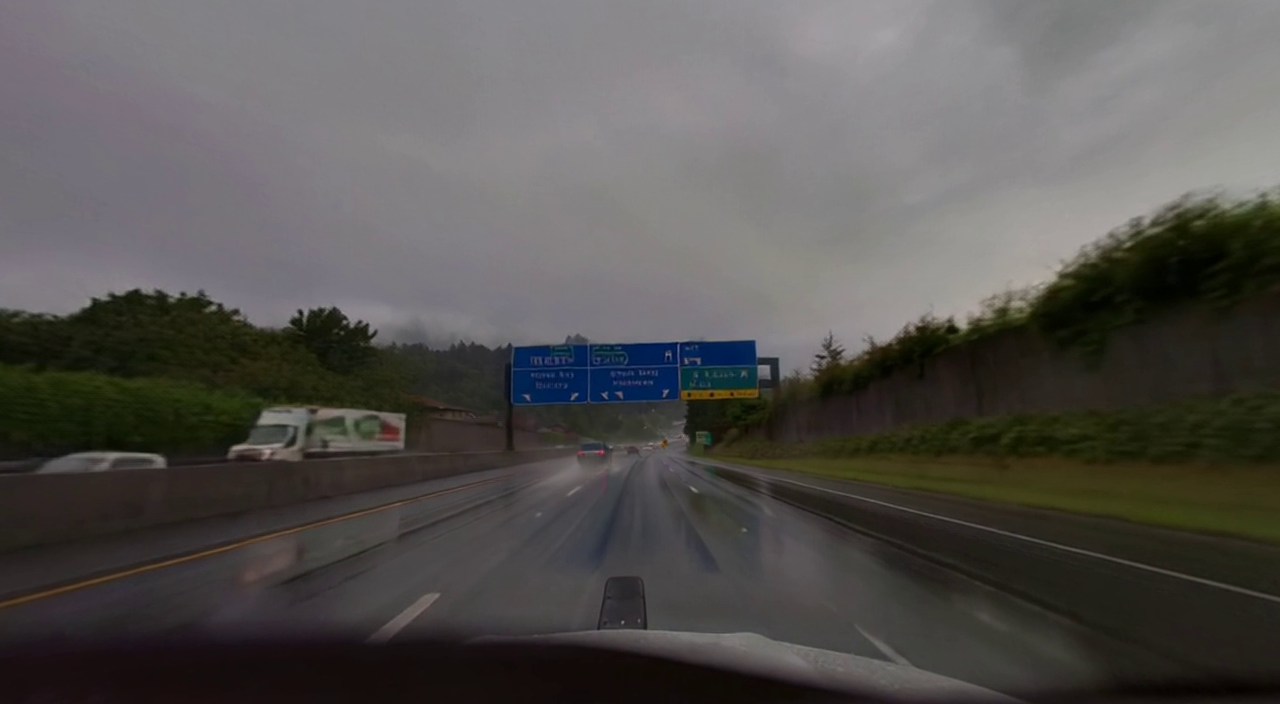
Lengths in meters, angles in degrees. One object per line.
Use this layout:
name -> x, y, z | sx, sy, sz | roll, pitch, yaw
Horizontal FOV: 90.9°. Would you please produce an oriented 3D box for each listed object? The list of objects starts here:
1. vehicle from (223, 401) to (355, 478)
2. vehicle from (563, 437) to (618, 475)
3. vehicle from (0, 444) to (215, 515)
vehicle -> -20.264, 5.165, 37.008 | 3.882, 4.112, 6.304 | 0, -9, 0
vehicle -> -2.265, 4.942, 30.011 | 2.183, 1.662, 3.968 | 0, -9, 1
vehicle -> -12.282, 2.885, 14.738 | 1.869, 1.414, 4.059 | 0, -9, -1
